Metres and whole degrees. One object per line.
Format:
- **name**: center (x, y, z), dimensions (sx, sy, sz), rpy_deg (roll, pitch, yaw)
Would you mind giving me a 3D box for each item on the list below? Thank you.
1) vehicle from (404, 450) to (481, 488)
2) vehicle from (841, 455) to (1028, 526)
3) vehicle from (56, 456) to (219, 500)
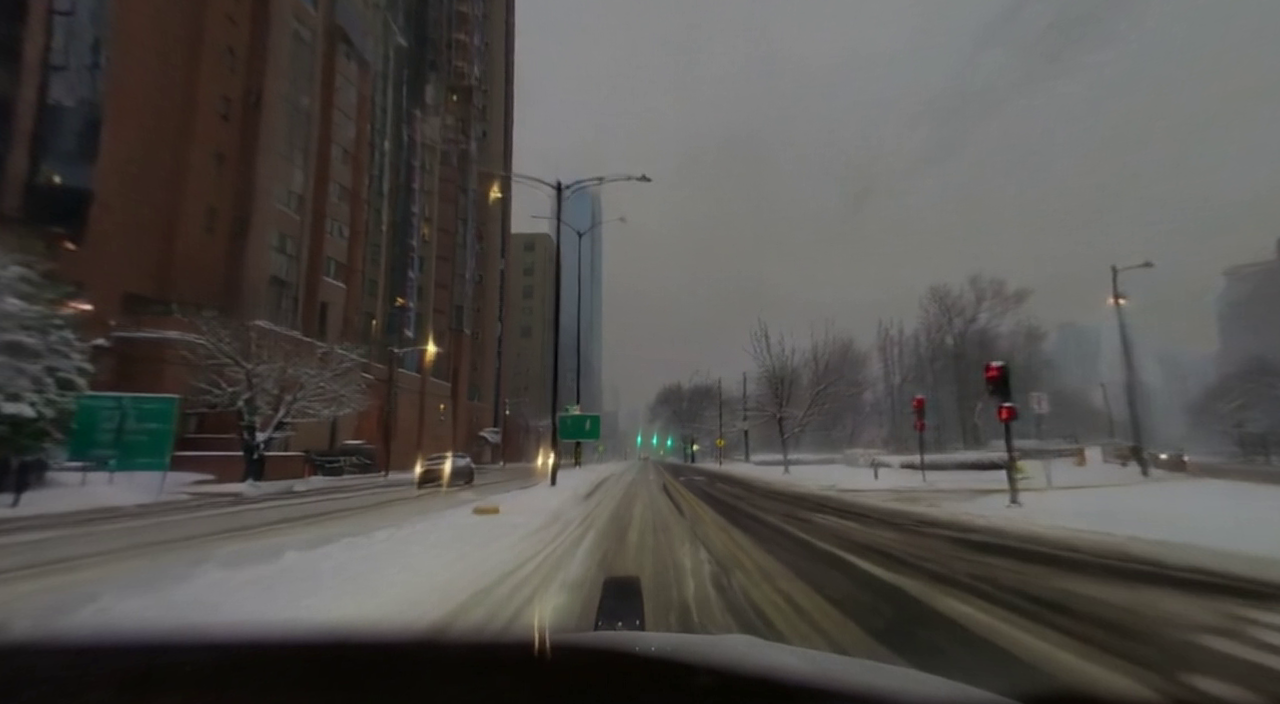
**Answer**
- **vehicle**: center (-8.624, 5.135, 28.023), dimensions (1.905, 1.533, 4.419), rpy_deg (0, -9, 1)
- **vehicle**: center (6.912, 3.282, 15.533), dimensions (2.675, 1.452, 4.213), rpy_deg (0, -9, 2)
- **vehicle**: center (-18.244, 4.558, 23.282), dimensions (2.448, 1.407, 4.308), rpy_deg (0, -9, 0)
